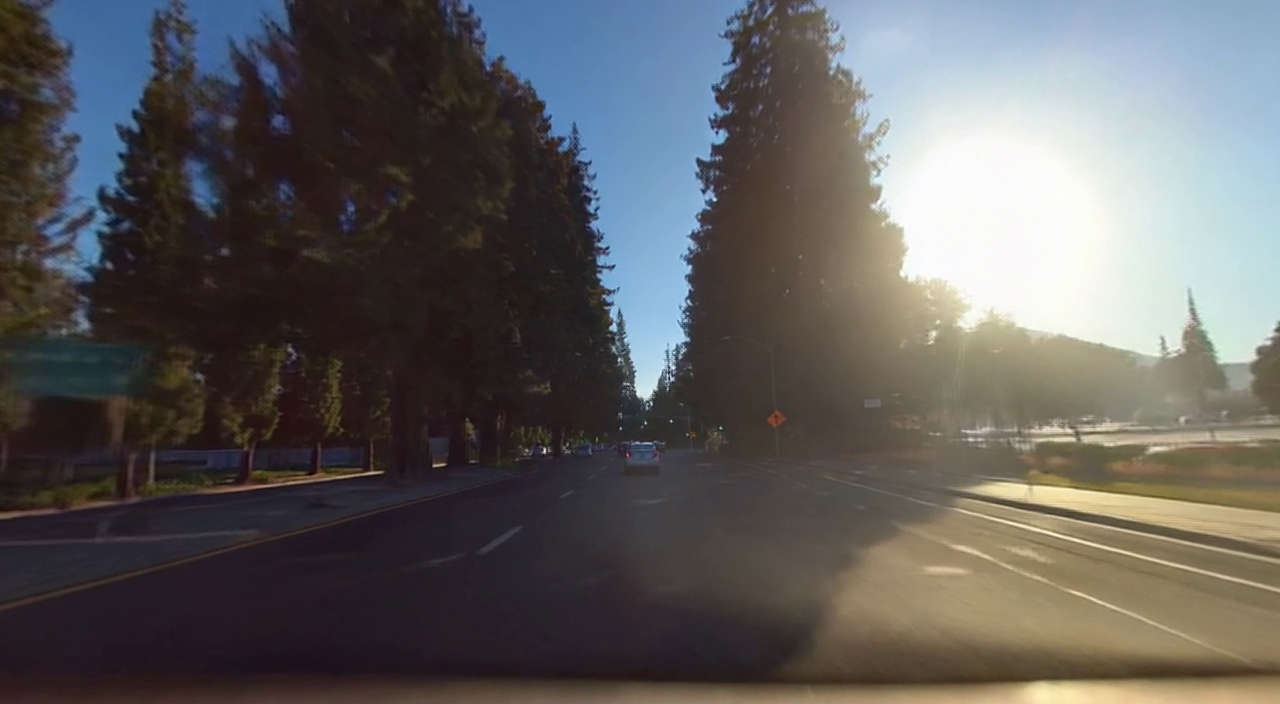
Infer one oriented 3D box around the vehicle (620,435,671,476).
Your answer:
[{"bbox_3d":[0.165,4.649,28.383,2.135,1.691,3.884,0,-9,-2],"label":"vehicle"}]
